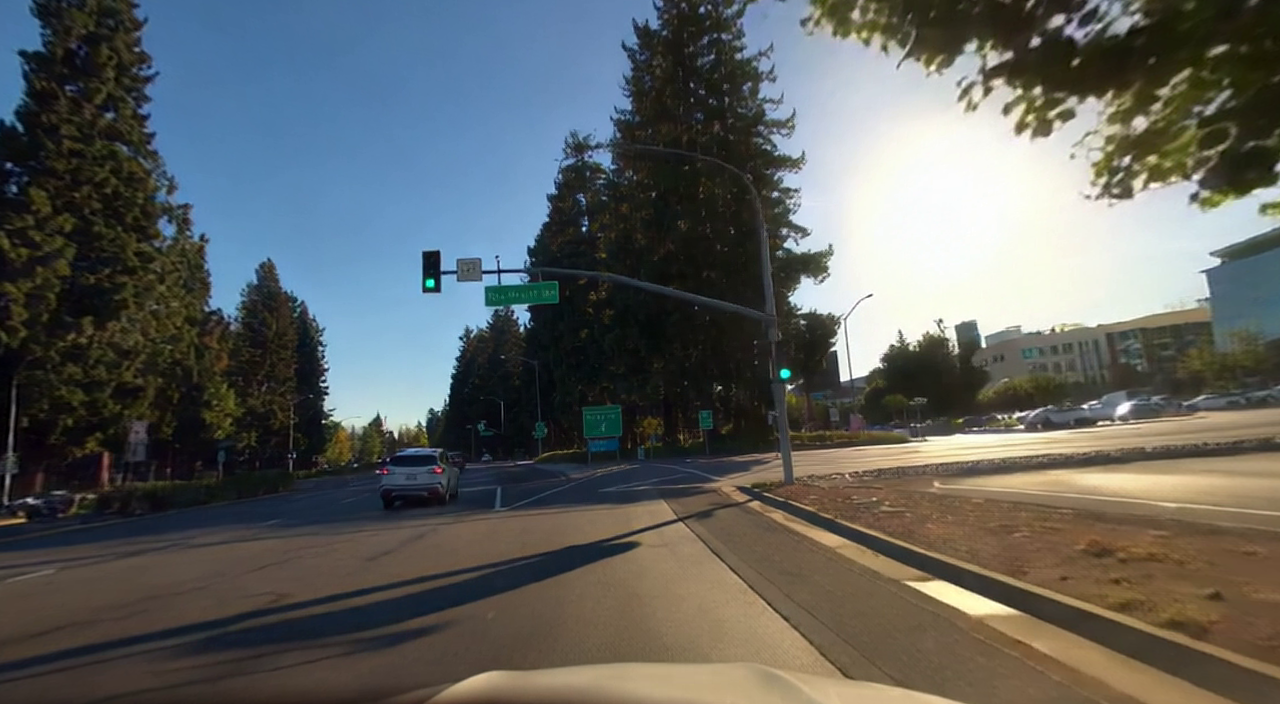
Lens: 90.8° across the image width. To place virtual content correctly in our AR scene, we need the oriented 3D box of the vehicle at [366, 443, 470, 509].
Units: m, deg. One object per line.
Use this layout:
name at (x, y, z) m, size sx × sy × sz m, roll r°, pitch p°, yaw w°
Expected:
vehicle at (-6.511, 3.648, 19.134) m, size 2.134 × 1.707 × 4.471 m, roll 1°, pitch -9°, yaw -9°
